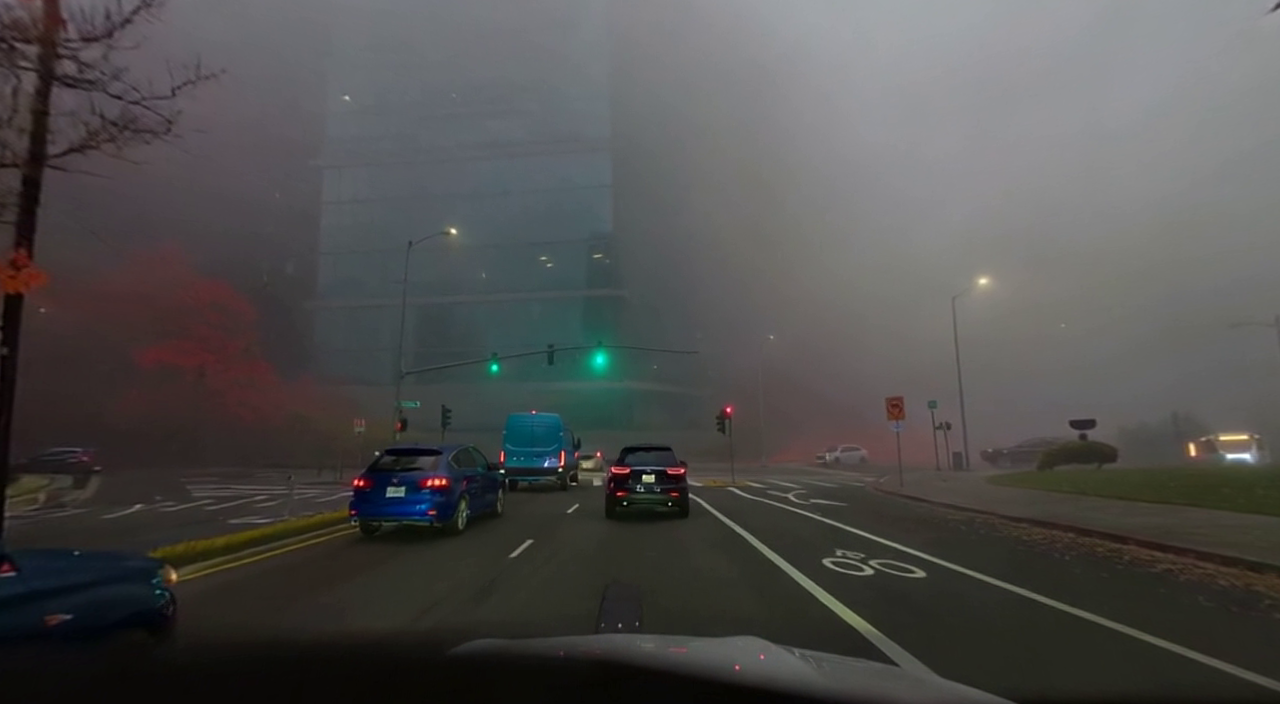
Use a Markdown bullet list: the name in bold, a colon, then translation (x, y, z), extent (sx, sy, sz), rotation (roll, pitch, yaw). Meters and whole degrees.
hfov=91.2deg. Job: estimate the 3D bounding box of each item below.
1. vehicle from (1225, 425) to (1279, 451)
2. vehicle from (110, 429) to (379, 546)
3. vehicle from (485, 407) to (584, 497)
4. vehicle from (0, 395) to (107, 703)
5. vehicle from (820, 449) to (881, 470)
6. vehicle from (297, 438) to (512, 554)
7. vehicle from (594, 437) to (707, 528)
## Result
- **vehicle**: translation (37.459, 5.213, 37.844), extent (1.754, 1.501, 3.833), rotation (-4, -10, 23)
- **vehicle**: translation (-6.809, 2.358, 11.549), extent (2.022, 1.706, 4.336), rotation (-1, -9, 1)
- **vehicle**: translation (-3.363, 3.385, 21.356), extent (2.343, 2.635, 5.684), rotation (0, -9, 0)
- **vehicle**: translation (-2.906, 0.641, 0.303), extent (1.893, 1.491, 3.798), rotation (0, -9, 1)
- **vehicle**: translation (16.174, 8.255, 48.249), extent (3.988, 1.518, 1.824), rotation (0, -9, -2)
- **vehicle**: translation (-3.558, 2.237, 10.454), extent (1.955, 1.499, 4.223), rotation (0, -9, 0)
- **vehicle**: translation (0.204, 2.594, 12.927), extent (1.979, 1.562, 3.630), rotation (-1, -9, 1)
